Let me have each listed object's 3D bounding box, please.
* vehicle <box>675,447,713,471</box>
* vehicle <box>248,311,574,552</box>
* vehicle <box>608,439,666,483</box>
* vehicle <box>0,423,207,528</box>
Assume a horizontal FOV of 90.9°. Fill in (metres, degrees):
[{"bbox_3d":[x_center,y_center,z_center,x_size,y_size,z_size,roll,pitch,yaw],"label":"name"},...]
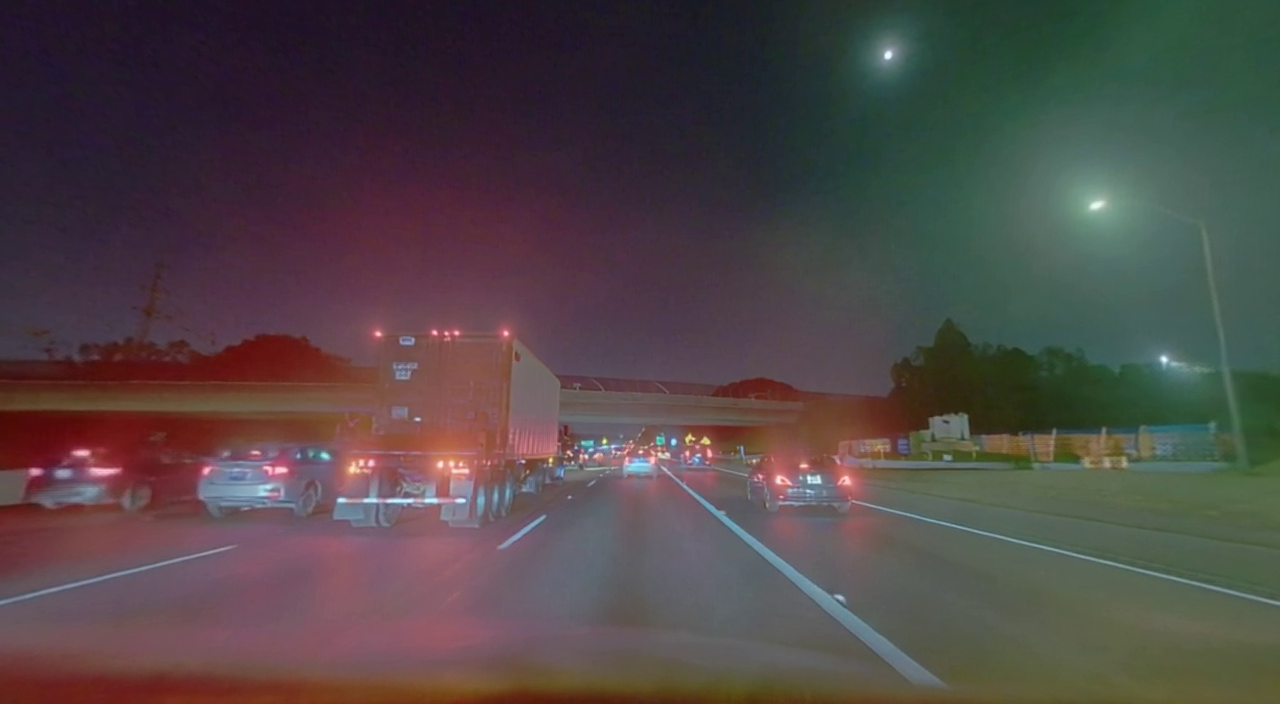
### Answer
[{"bbox_3d":[3.405,6.858,40.581,2.003,1.465,4.092,0,-8,-1],"label":"vehicle"},{"bbox_3d":[-3.665,1.854,14.144,3.075,3.276,11.073,0,-8,0],"label":"vehicle"},{"bbox_3d":[-0.159,4.589,26.872,2.270,1.696,4.061,0,-8,-1],"label":"vehicle"},{"bbox_3d":[-11.574,2.427,13.012,1.999,1.764,4.597,0,-8,0],"label":"vehicle"}]
